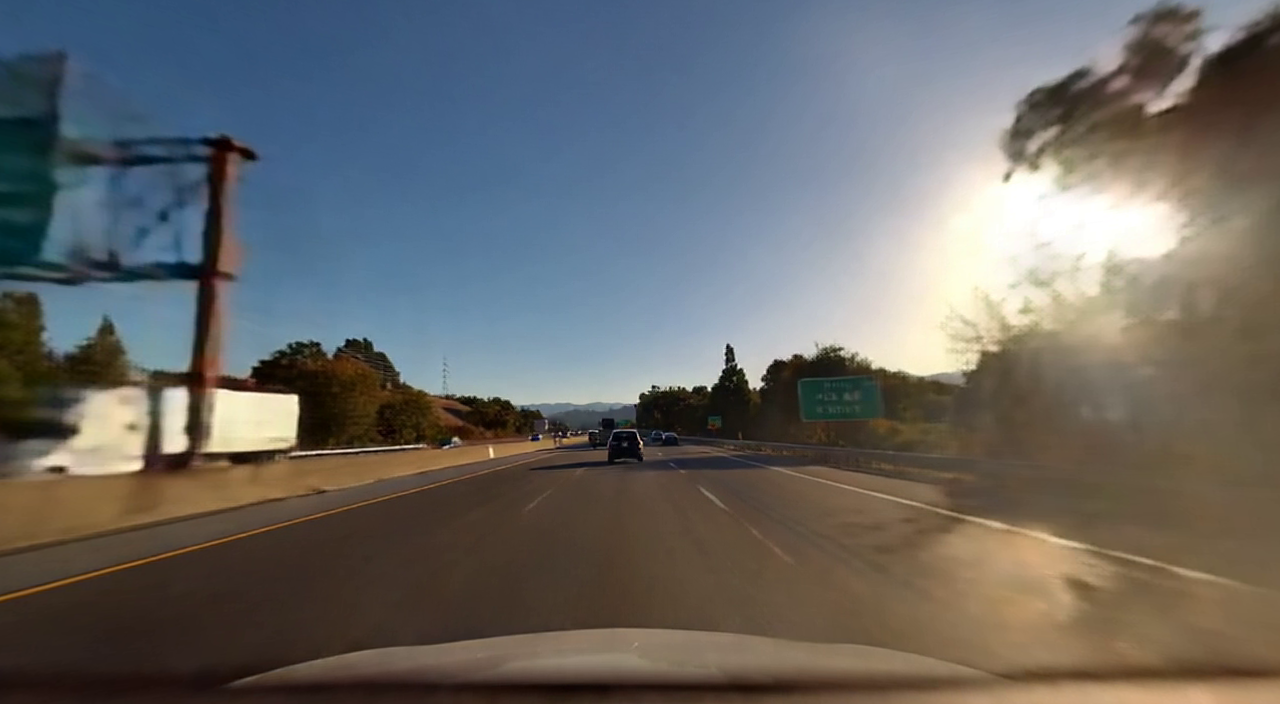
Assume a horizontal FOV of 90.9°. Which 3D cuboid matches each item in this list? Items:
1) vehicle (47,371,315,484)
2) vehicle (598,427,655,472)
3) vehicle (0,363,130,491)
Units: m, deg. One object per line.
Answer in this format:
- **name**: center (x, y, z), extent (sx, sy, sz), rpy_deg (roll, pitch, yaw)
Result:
- **vehicle**: center (-20.351, 3.679, 29.958), extent (2.894, 4.145, 13.279), rpy_deg (0, -8, -1)
- **vehicle**: center (-0.526, 3.838, 25.067), extent (2.094, 1.600, 3.666), rpy_deg (0, -8, -1)
- **vehicle**: center (-20.232, 2.551, 21.358), extent (2.961, 4.001, 3.172), rpy_deg (0, -8, 0)
